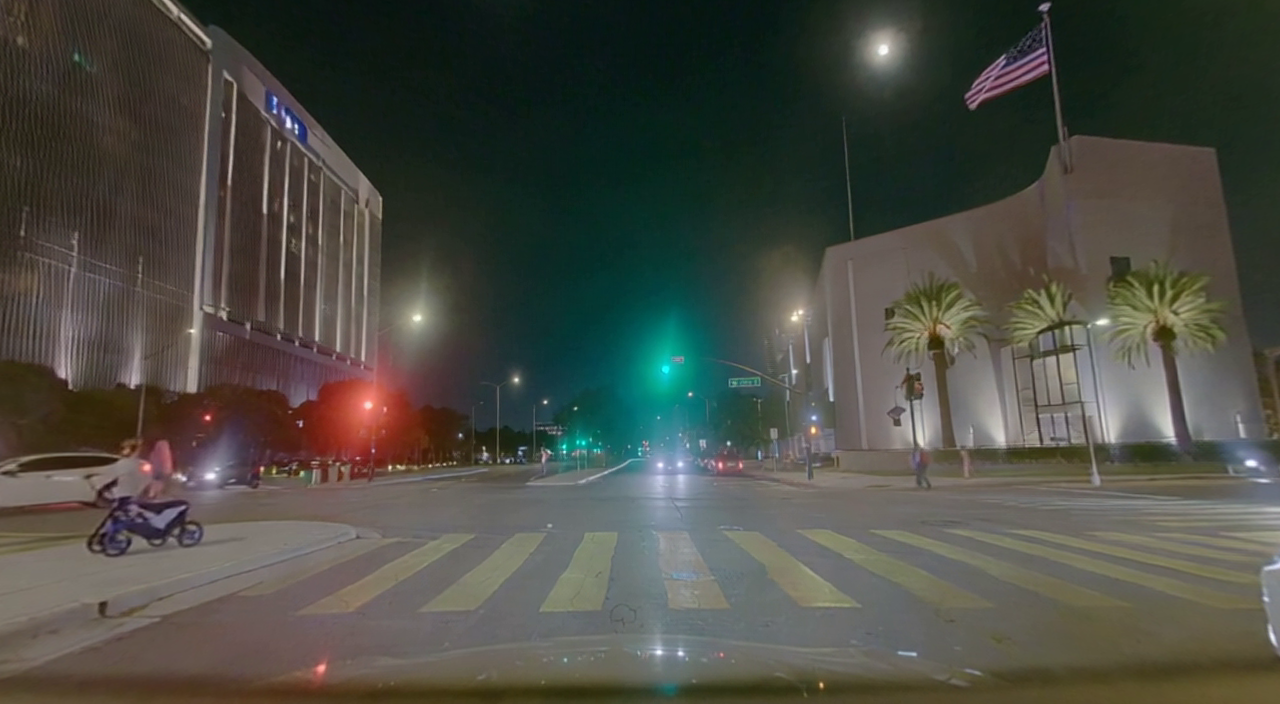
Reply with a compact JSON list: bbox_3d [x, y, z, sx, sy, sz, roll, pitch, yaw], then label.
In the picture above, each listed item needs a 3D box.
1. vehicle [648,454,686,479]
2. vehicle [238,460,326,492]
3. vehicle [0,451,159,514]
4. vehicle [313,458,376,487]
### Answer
[{"bbox_3d":[1.777,7.841,43.556,2.000,1.525,4.273,1,-8,-6],"label":"vehicle"},{"bbox_3d":[-19.933,6.910,35.466,2.069,1.540,4.774,0,-8,2],"label":"vehicle"},{"bbox_3d":[-16.474,3.598,17.719,4.499,1.594,1.898,5,-10,-33],"label":"vehicle"},{"bbox_3d":[-20.129,8.201,43.282,2.043,1.745,4.420,0,-8,1],"label":"vehicle"}]
